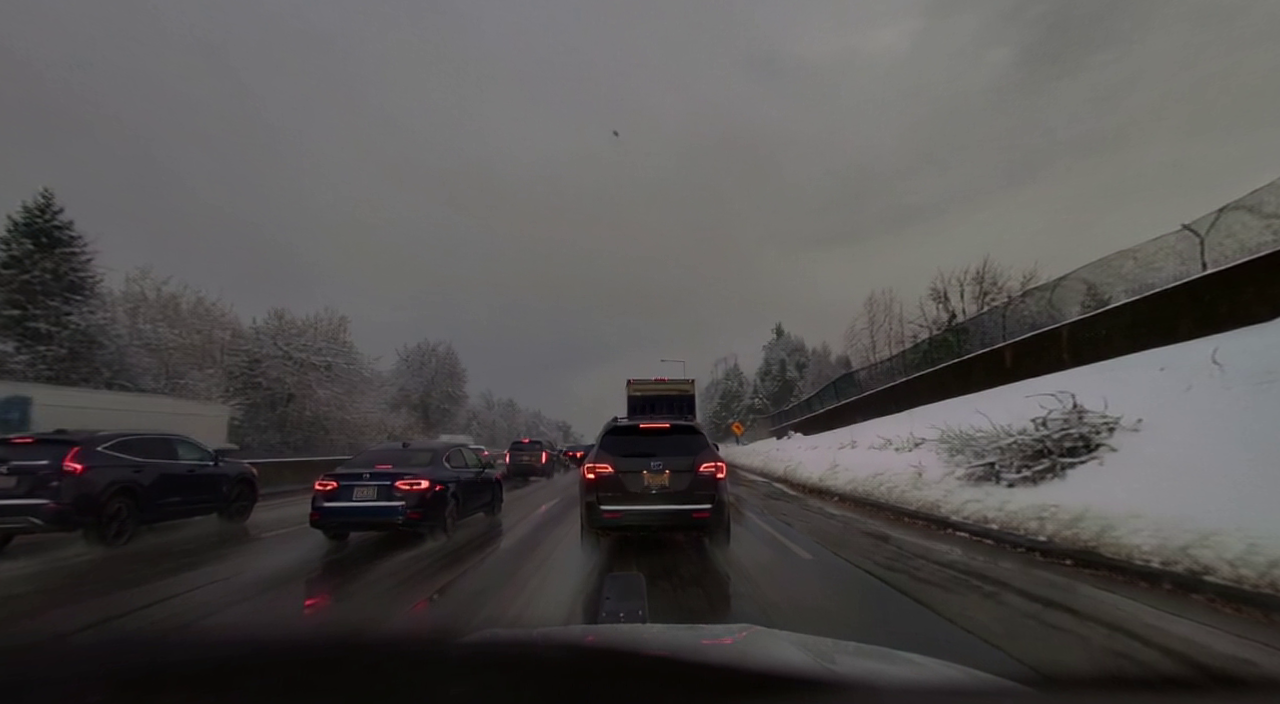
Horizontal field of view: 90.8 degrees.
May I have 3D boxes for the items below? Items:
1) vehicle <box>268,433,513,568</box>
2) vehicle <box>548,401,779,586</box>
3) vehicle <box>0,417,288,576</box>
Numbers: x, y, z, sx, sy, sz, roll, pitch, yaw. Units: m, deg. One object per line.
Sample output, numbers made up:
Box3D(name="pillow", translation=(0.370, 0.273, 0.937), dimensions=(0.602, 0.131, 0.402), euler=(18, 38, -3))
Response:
Box3D(name="vehicle", translation=(-3.243, 2.005, 9.203), dimensions=(1.917, 1.506, 3.949), euler=(0, -9, 1))
Box3D(name="vehicle", translation=(0.185, 1.772, 8.806), dimensions=(2.210, 1.760, 5.303), euler=(0, -9, -1))
Box3D(name="vehicle", translation=(-7.467, 1.929, 9.187), dimensions=(1.986, 1.700, 4.558), euler=(0, -9, 1))
